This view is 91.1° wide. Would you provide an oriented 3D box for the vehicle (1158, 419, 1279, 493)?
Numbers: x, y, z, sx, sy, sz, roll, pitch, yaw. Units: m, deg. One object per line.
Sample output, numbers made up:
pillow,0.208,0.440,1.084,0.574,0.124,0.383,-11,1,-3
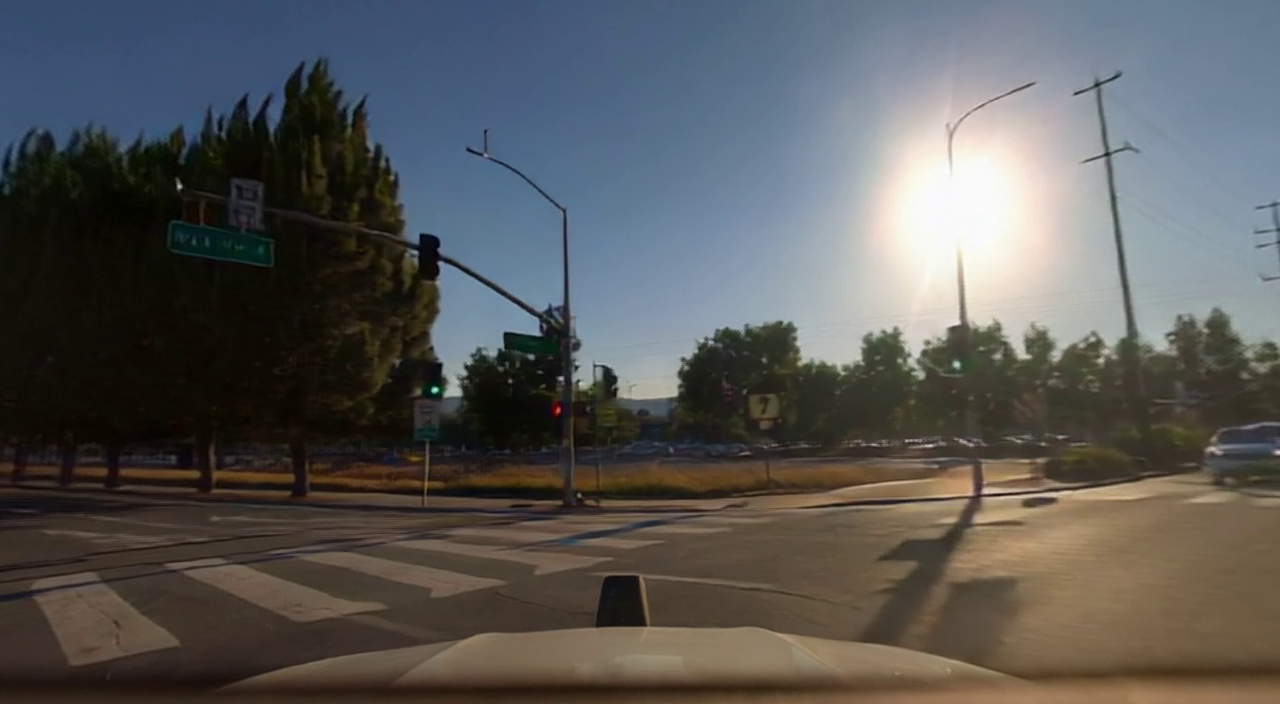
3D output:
vehicle,14.201,2.414,14.836,4.293,1.504,2.029,6,-11,-38
